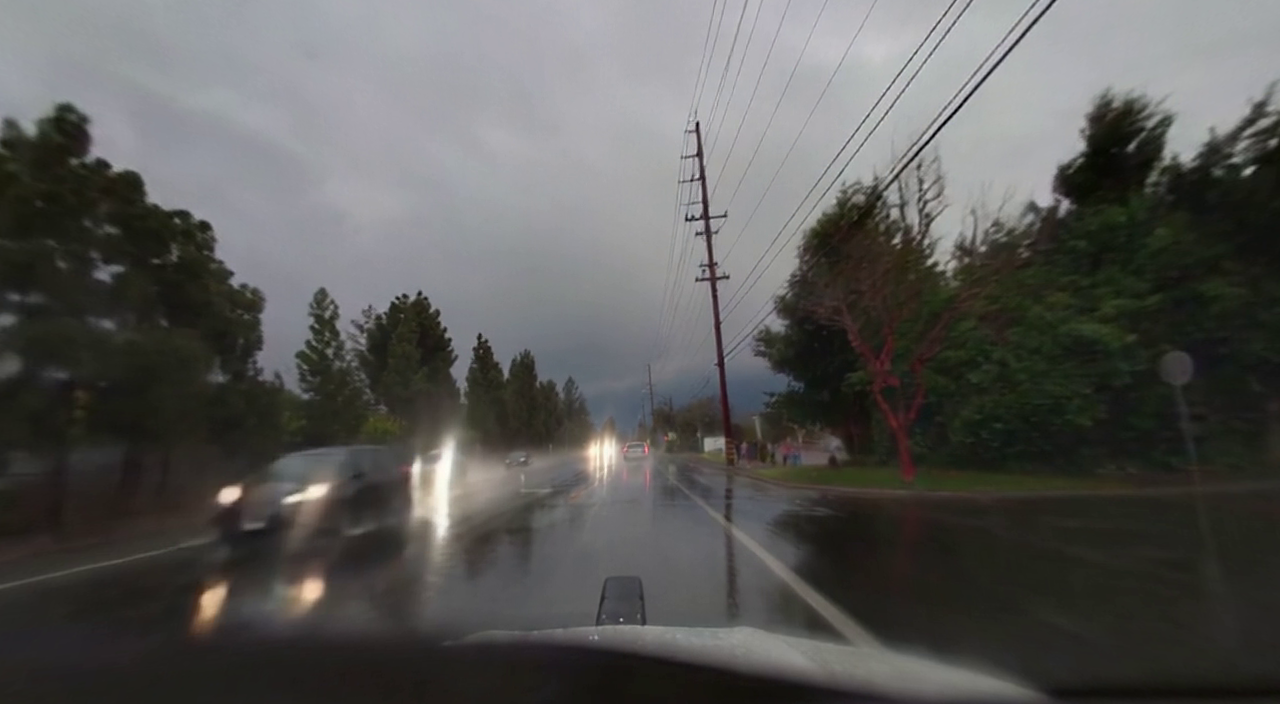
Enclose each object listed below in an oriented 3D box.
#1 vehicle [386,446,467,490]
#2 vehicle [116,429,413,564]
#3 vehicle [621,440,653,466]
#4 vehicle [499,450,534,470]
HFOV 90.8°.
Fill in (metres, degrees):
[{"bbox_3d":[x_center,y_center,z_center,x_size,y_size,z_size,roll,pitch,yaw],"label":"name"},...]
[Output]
[{"bbox_3d":[-9.309,5.046,27.972,2.084,1.760,4.438,0,-8,-1],"label":"vehicle"},{"bbox_3d":[-5.828,2.256,10.780,2.143,1.735,4.737,-1,-8,0],"label":"vehicle"},{"bbox_3d":[-0.252,7.204,45.207,2.163,1.746,4.073,0,-8,-1],"label":"vehicle"},{"bbox_3d":[-9.474,8.284,48.631,1.867,1.456,4.251,-1,-8,0],"label":"vehicle"}]
